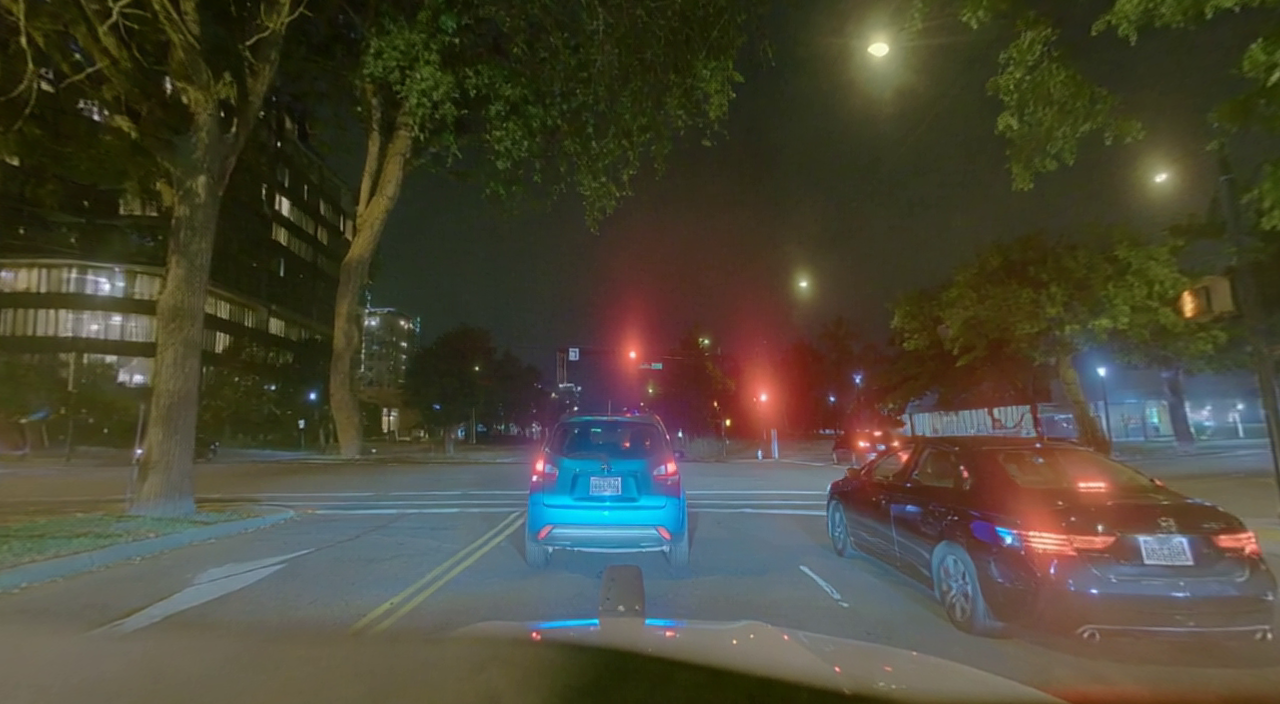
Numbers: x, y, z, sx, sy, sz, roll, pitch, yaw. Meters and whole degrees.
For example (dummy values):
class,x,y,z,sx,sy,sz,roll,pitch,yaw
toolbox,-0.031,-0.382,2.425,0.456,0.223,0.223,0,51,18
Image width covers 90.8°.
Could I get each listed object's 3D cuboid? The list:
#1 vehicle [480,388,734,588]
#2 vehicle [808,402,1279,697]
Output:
class,x,y,z,sx,sy,sz,roll,pitch,yaw
vehicle,-0.351,1.524,7.796,2.247,1.760,4.231,0,-9,-2
vehicle,3.162,1.402,5.763,1.932,1.562,4.629,0,-9,-1
